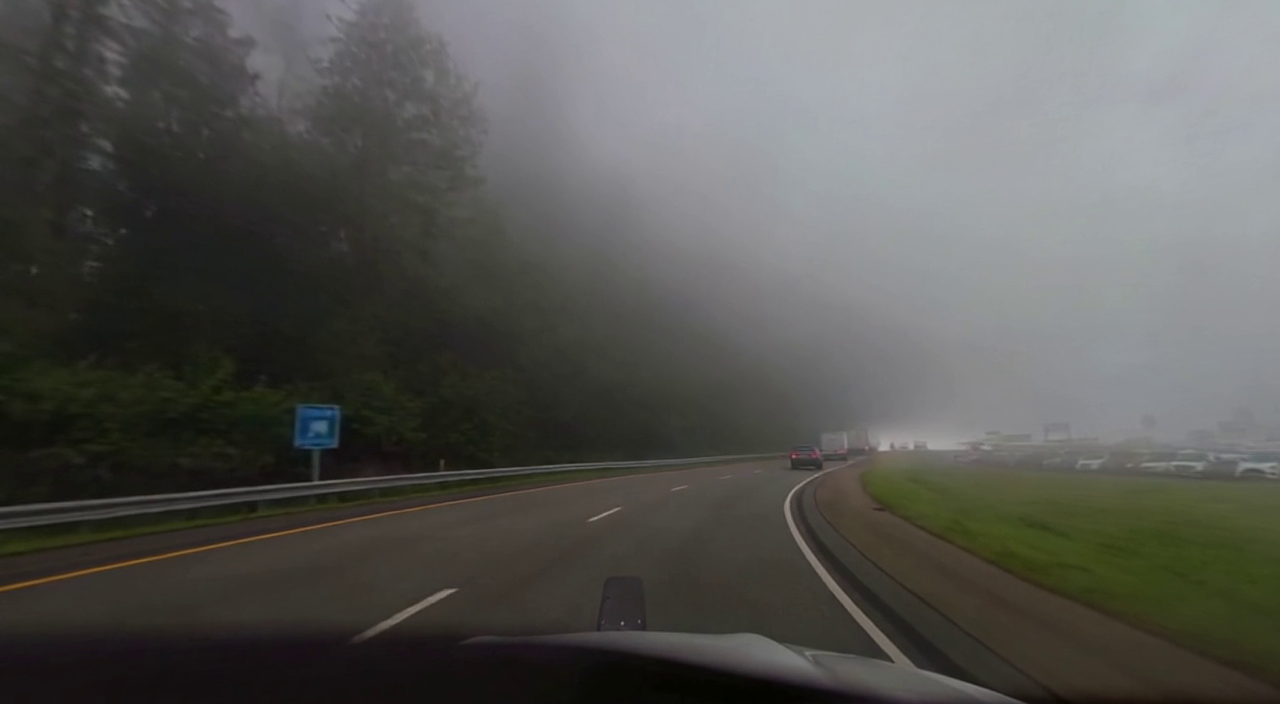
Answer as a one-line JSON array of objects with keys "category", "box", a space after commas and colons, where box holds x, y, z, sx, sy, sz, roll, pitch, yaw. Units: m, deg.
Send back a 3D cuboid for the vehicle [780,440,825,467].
[{"category": "vehicle", "box": [10.596, 6.577, 40.889, 2.221, 1.674, 4.325, -4, -10, 21]}]
